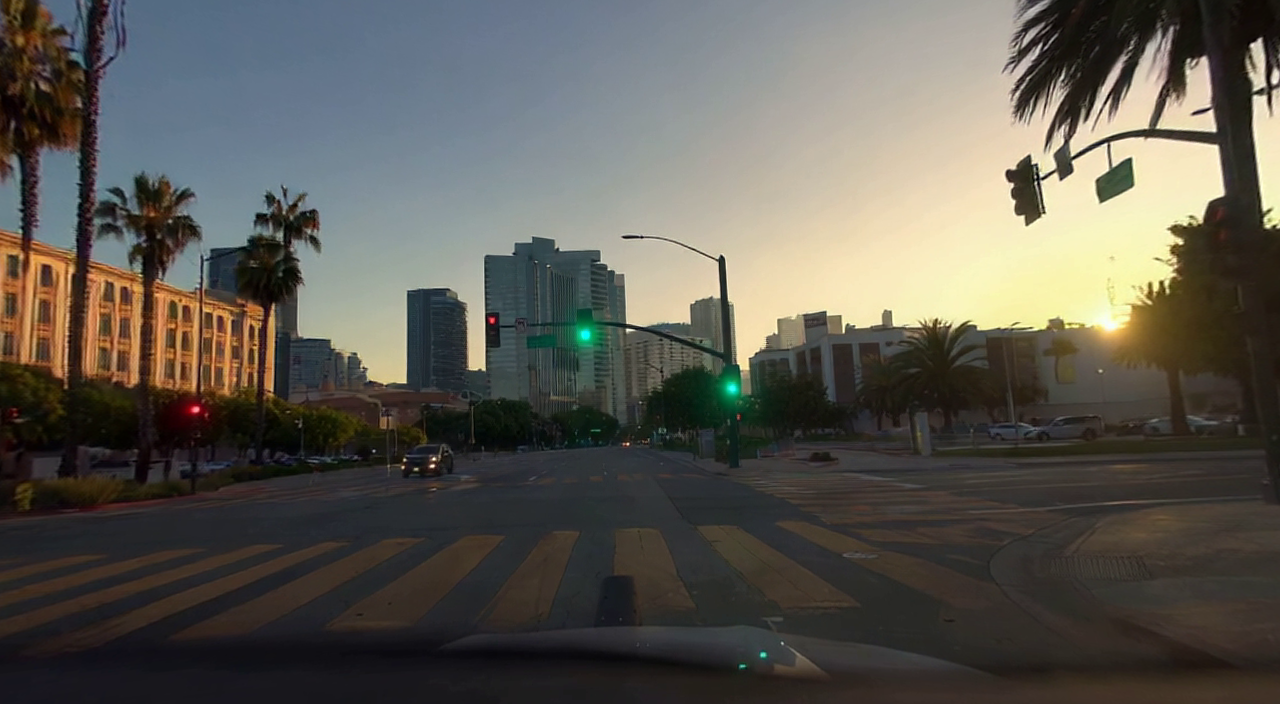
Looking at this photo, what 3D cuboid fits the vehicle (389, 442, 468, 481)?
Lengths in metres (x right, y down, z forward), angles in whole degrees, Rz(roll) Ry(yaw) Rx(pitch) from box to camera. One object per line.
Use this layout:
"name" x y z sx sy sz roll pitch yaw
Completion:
"vehicle" -10.741 5.582 32.373 2.270 1.833 4.860 0 -9 1
